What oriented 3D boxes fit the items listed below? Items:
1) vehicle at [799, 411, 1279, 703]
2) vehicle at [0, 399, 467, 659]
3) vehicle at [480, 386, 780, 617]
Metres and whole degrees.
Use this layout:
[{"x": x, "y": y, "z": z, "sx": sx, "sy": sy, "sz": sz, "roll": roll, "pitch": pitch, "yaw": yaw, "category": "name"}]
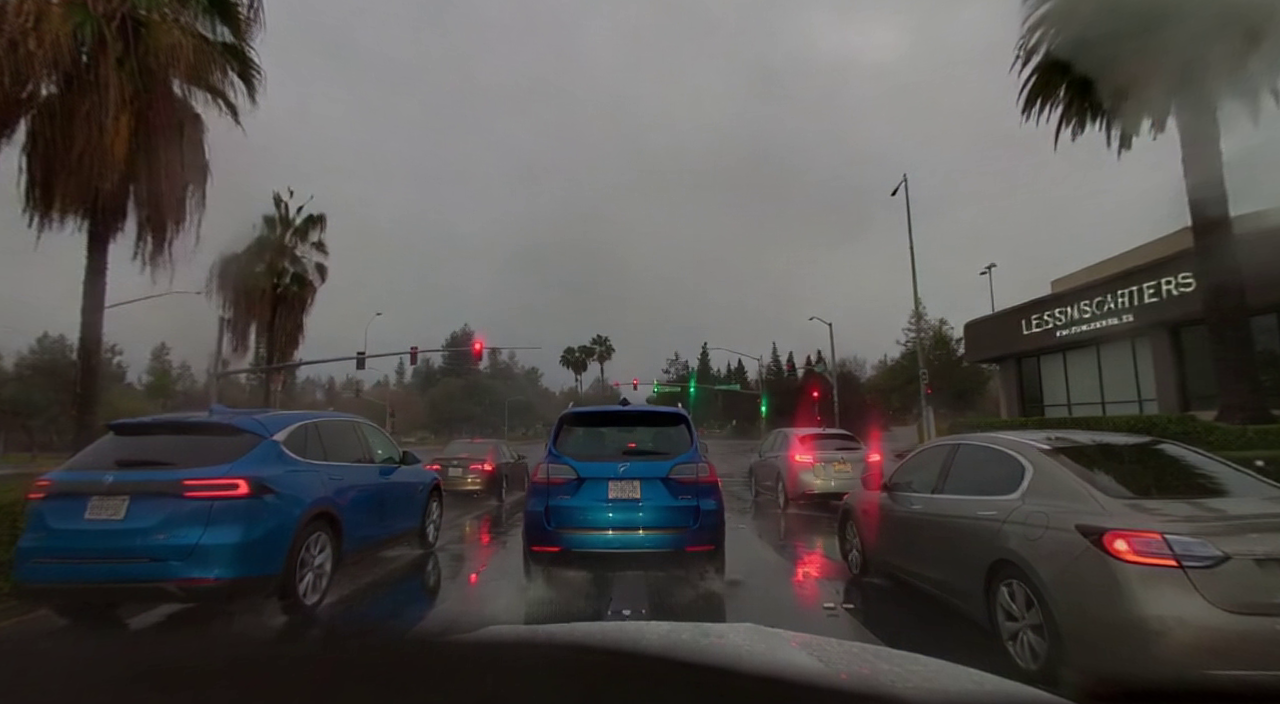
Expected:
[{"x": 2.971, "y": 1.368, "z": 5.262, "sx": 2.017, "sy": 1.491, "sz": 4.611, "roll": 0, "pitch": -8, "yaw": -1, "category": "vehicle"}, {"x": -3.352, "y": 1.381, "z": 6.052, "sx": 2.014, "sy": 1.534, "sz": 4.455, "roll": 0, "pitch": -8, "yaw": 1, "category": "vehicle"}, {"x": -0.137, "y": 1.459, "z": 7.071, "sx": 2.280, "sy": 1.747, "sz": 4.361, "roll": 0, "pitch": -8, "yaw": -2, "category": "vehicle"}]
